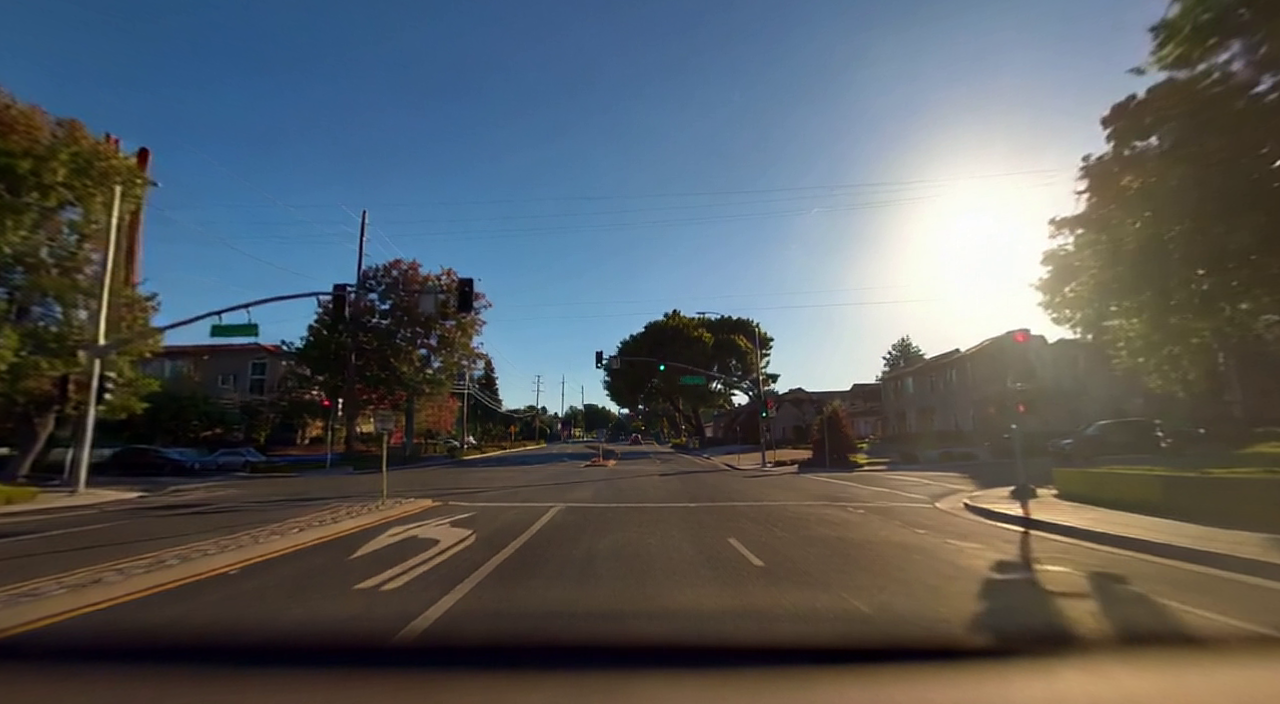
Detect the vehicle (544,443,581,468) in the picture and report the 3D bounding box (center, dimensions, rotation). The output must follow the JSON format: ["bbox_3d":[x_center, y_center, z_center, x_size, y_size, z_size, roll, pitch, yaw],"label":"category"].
[{"bbox_3d":[-5.156,6.958,42.691,1.948,1.471,5.408,2,-8,-2],"label":"vehicle"}]

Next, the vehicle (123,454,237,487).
[{"bbox_3d":[-24.737,6.373,34.019,4.553,1.722,1.915,0,-9,-2],"label":"vehicle"}]

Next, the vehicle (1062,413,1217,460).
[{"bbox_3d":[21.652,3.715,27.521,4.775,1.952,2.239,0,-9,0],"label":"vehicle"}]
